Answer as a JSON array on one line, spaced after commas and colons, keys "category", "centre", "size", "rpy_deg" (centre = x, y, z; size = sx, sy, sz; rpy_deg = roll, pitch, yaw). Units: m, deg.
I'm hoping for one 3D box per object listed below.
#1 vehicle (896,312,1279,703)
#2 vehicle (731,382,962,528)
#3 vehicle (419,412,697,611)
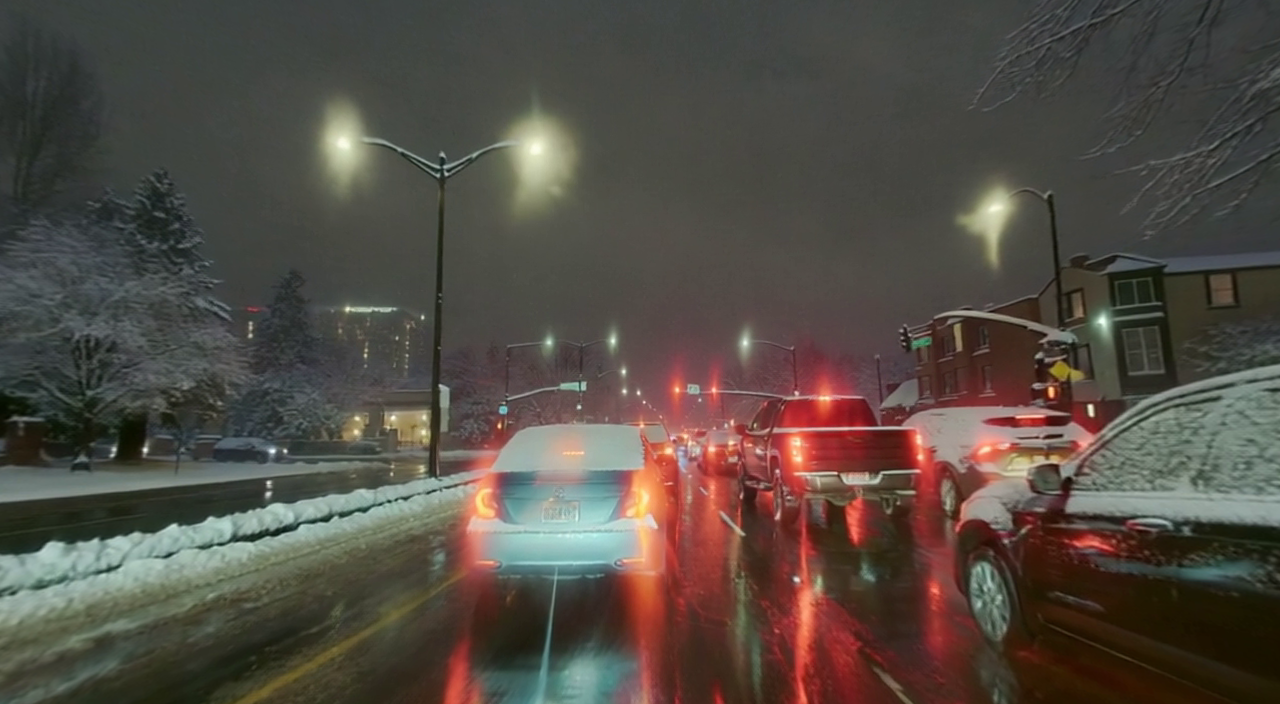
[{"category": "vehicle", "centre": [3.168, 0.843, 2.837], "size": [2.024, 1.723, 4.714], "rpy_deg": [0, -8, 0]}, {"category": "vehicle", "centre": [3.524, 1.967, 12.413], "size": [2.497, 2.186, 5.890], "rpy_deg": [0, -8, 0]}, {"category": "vehicle", "centre": [-0.608, 1.557, 7.097], "size": [2.172, 1.536, 4.250], "rpy_deg": [0, -8, 1]}]
